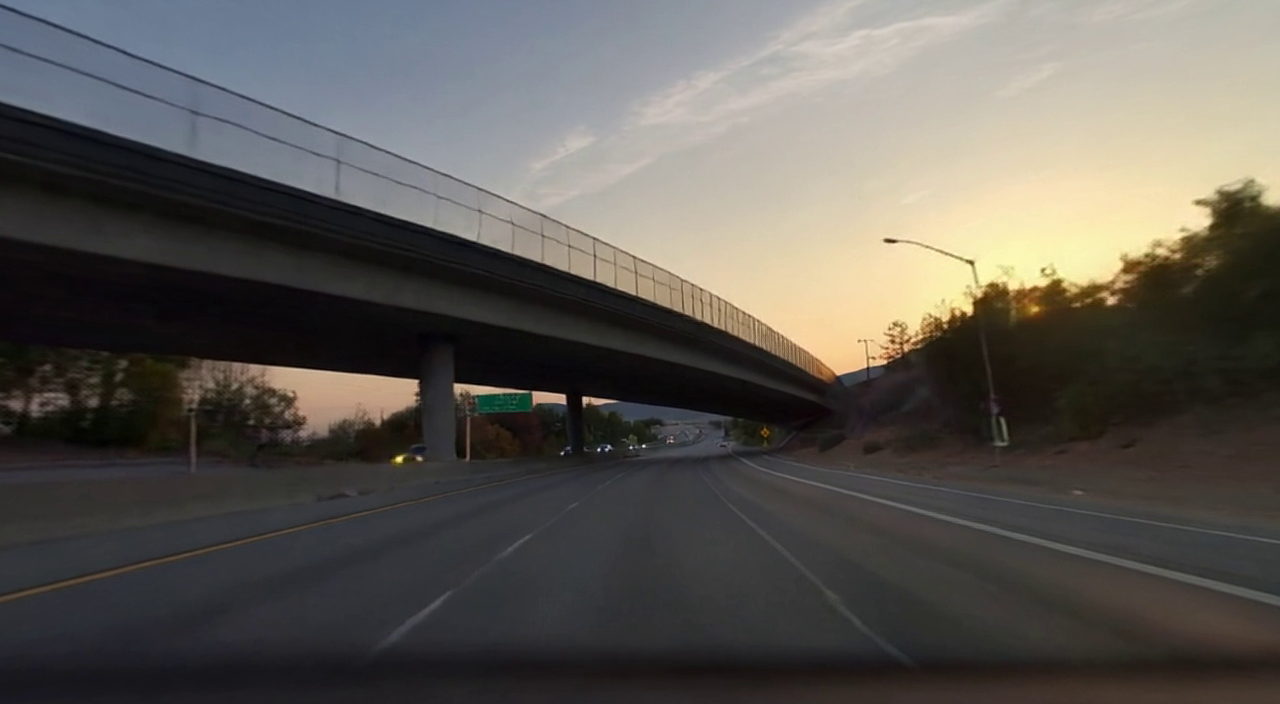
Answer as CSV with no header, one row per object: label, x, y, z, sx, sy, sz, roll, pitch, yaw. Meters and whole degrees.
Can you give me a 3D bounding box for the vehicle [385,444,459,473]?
vehicle,-14.313,7.017,41.880,2.310,1.742,5.997,-1,-9,5
